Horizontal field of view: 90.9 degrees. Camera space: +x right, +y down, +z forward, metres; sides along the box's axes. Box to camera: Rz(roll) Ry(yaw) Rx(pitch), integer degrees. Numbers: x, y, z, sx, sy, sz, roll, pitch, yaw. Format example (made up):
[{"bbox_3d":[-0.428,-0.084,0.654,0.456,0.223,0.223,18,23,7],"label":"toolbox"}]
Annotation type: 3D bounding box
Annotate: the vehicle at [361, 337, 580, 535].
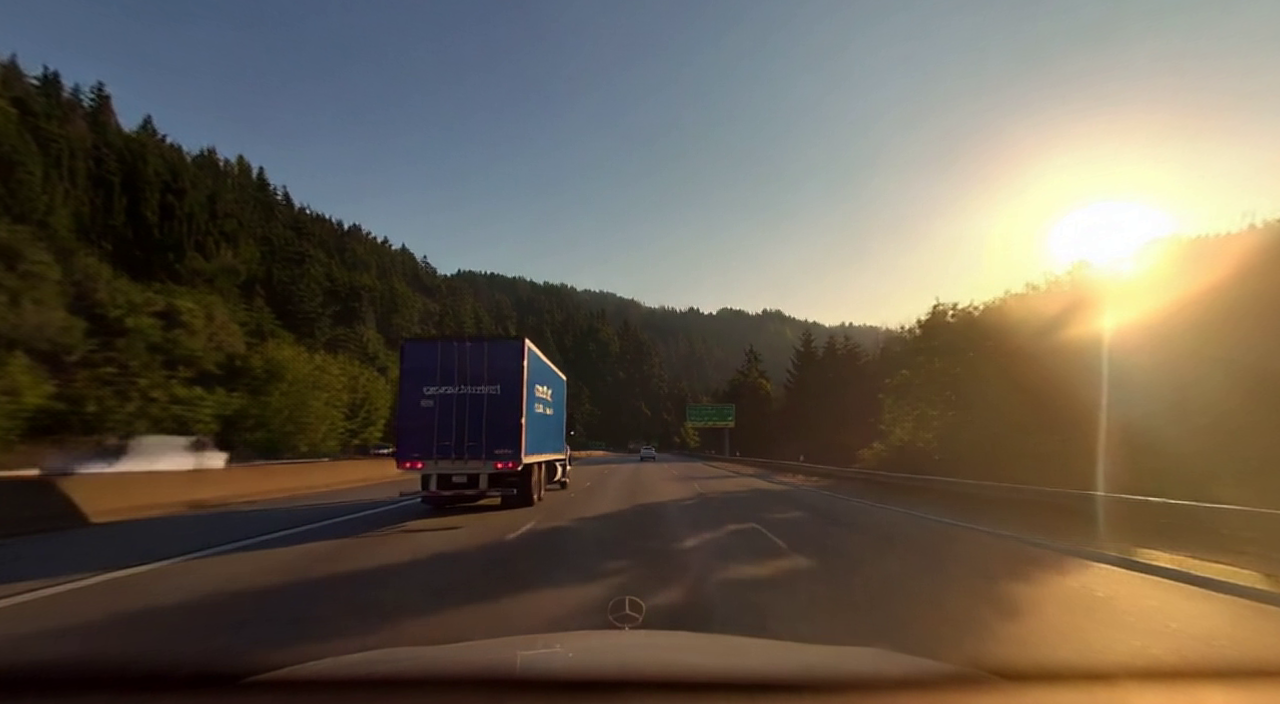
[{"bbox_3d":[-2.999,1.829,13.491,2.695,3.151,6.885,0,-9,0],"label":"vehicle"}]
